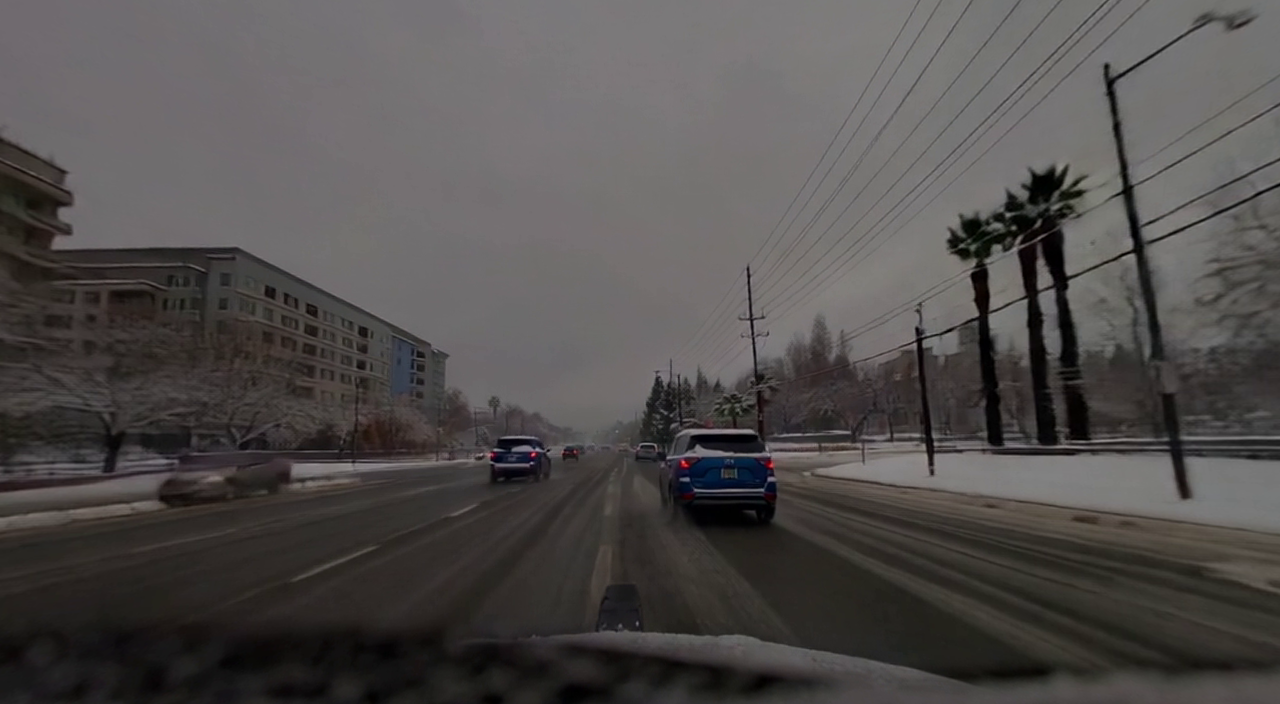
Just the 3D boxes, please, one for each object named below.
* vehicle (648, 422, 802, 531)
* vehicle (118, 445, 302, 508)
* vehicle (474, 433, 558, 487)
[{"bbox_3d":[1.388,2.306,12.201,2.198,1.706,4.166,0,-9,-3],"label":"vehicle"},{"bbox_3d":[-12.377,3.582,18.675,1.996,1.569,5.041,0,-9,-2],"label":"vehicle"},{"bbox_3d":[-4.497,4.026,23.761,2.169,1.796,4.821,0,-9,0],"label":"vehicle"}]
